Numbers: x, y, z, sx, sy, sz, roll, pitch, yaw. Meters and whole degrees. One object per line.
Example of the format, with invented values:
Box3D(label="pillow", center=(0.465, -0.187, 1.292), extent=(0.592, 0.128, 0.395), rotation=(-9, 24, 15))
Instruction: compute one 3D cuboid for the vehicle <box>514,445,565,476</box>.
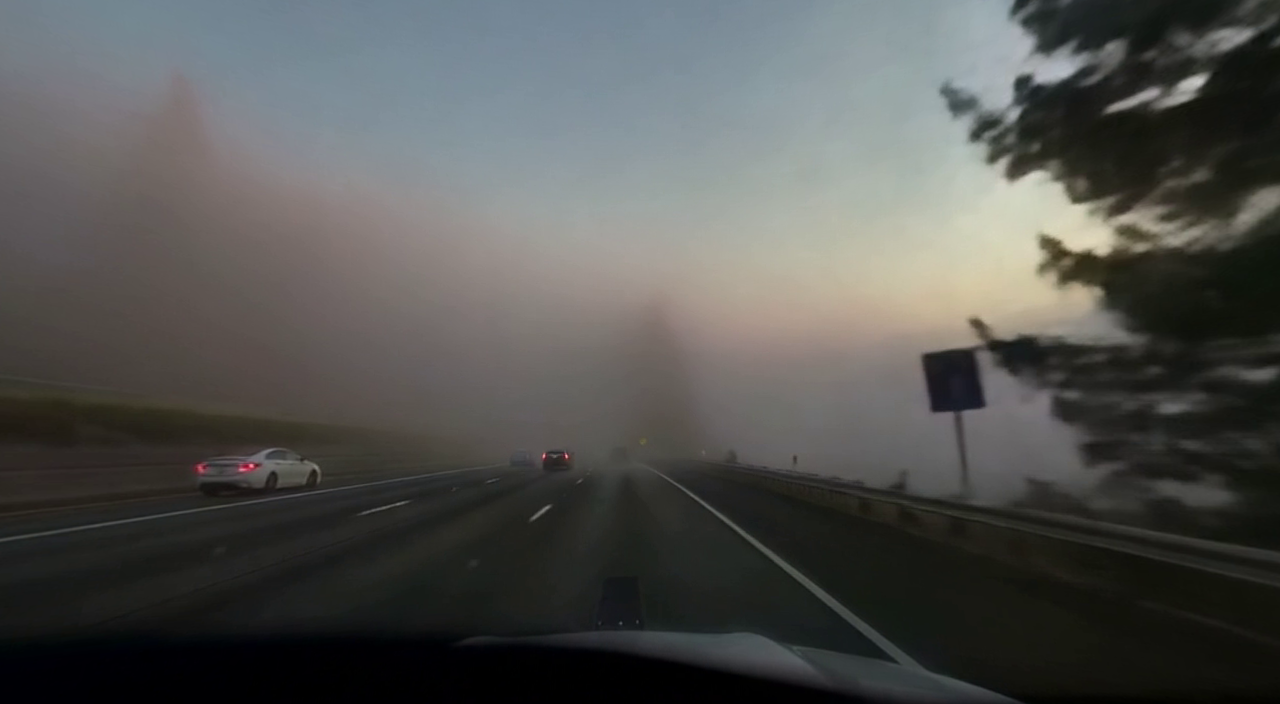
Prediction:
Box3D(label="vehicle", center=(-5.077, 5.556, 32.323), extent=(2.120, 1.458, 4.031), rotation=(0, -9, -3))

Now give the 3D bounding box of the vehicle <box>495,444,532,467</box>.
Box3D(label="vehicle", center=(-9.406, 7.691, 47.033), extent=(2.015, 1.608, 4.294), rotation=(0, -9, -2))

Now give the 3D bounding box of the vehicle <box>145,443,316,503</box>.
Box3D(label="vehicle", center=(-11.582, 3.431, 18.322), extent=(1.960, 1.487, 4.593), rotation=(0, -9, -1))
